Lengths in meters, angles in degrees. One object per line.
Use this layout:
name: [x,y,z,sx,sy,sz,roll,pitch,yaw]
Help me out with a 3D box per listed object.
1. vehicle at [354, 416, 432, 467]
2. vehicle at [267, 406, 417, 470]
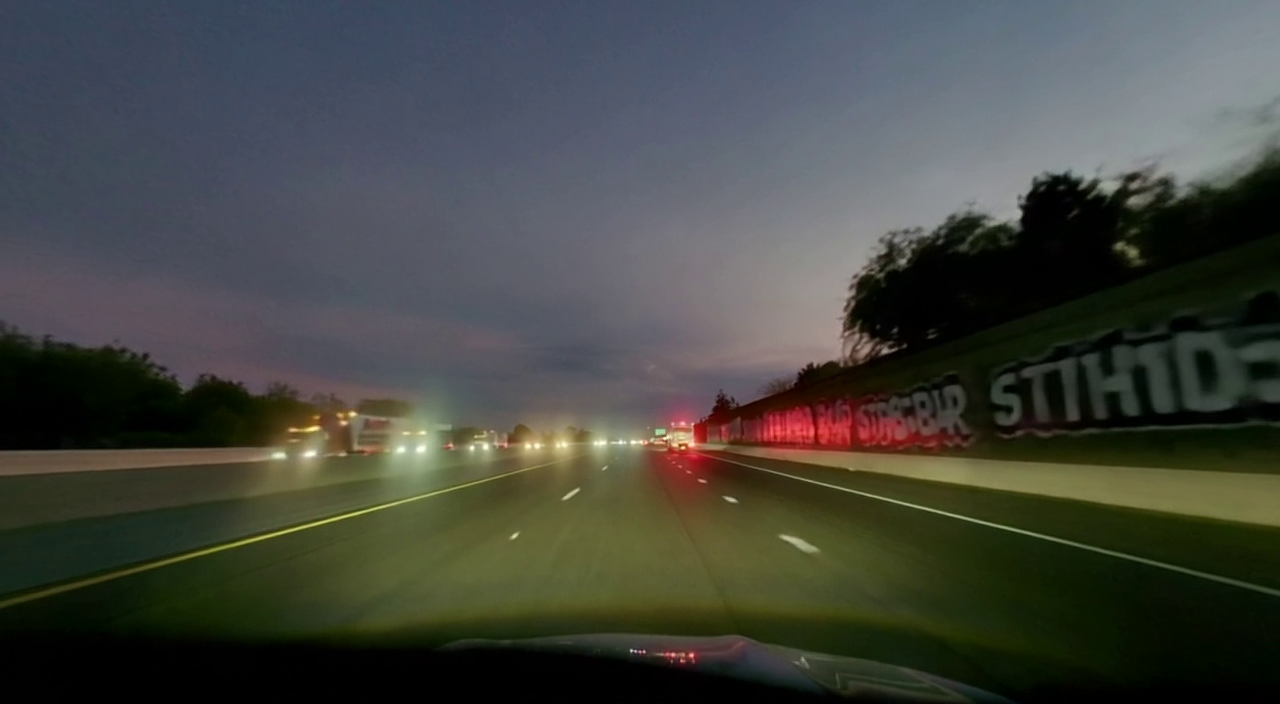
vehicle: [-16.963,6.196,43.725,2.874,3.248,6.139,0,-8,-1]
vehicle: [-20.978,6.376,46.450,2.941,3.798,16.803,0,-8,0]
